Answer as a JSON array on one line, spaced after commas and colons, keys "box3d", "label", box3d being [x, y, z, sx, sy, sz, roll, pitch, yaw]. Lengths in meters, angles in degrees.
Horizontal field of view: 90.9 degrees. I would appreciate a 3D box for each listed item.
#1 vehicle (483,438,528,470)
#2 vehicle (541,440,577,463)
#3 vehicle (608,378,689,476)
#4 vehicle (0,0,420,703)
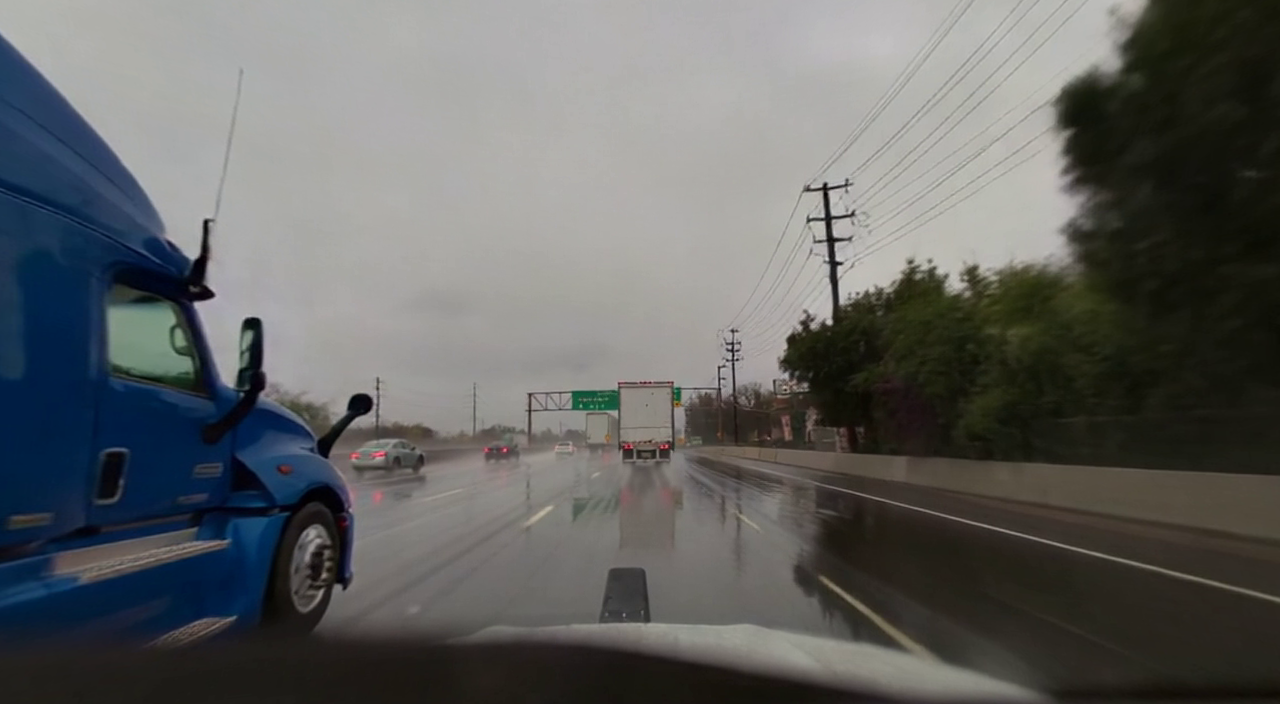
[{"box3d": [-7.041, 5.349, 33.238, 1.736, 1.580, 2.778, 0, -9, 0], "label": "vehicle"}, {"box3d": [-5.423, 6.722, 42.783, 1.933, 1.459, 4.478, 0, -9, -2], "label": "vehicle"}, {"box3d": [0.270, 3.481, 28.092, 2.941, 3.604, 9.851, 0, -9, 0], "label": "vehicle"}, {"box3d": [-4.030, -0.046, 2.425, 3.061, 3.891, 8.658, 0, -9, 1], "label": "vehicle"}]
